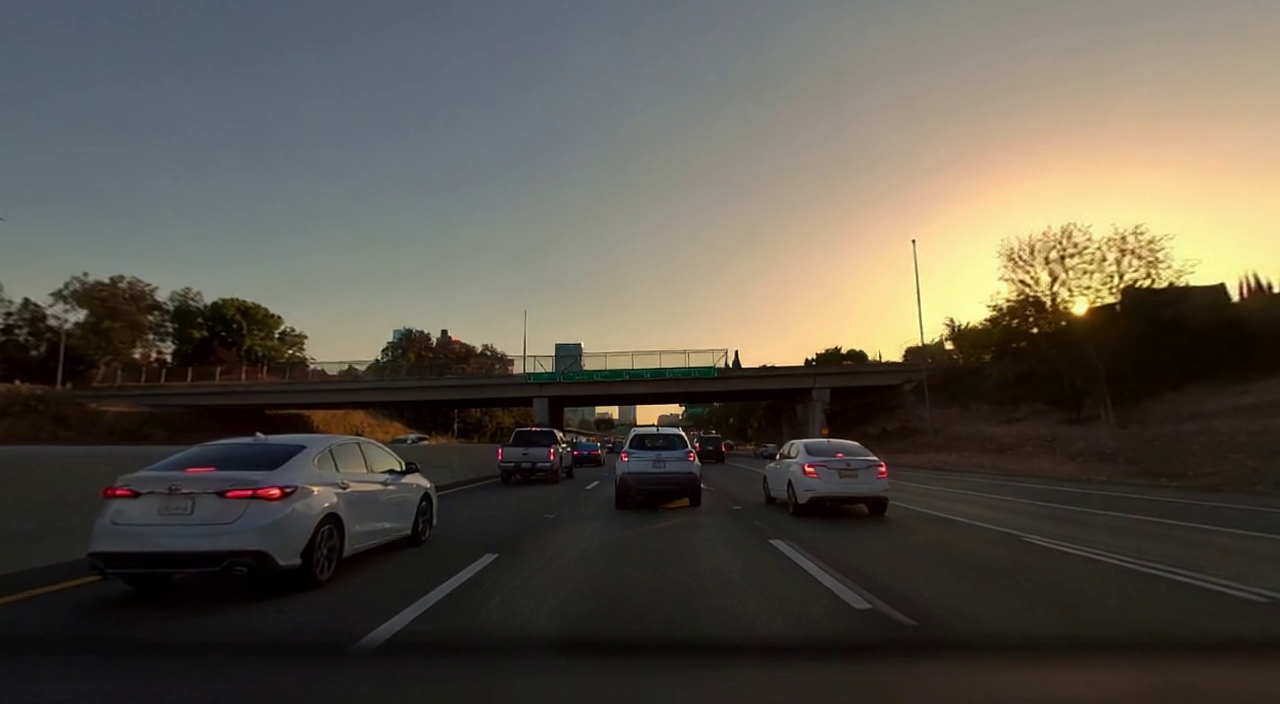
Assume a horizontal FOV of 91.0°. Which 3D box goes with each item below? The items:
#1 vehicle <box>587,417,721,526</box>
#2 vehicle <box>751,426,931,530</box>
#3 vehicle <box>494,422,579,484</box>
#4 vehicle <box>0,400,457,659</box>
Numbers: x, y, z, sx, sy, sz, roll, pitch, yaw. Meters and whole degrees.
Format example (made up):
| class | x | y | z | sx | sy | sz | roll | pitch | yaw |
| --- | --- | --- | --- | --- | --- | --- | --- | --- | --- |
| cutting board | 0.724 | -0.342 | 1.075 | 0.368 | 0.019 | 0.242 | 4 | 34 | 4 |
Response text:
| class | x | y | z | sx | sy | sz | roll | pitch | yaw |
| --- | --- | --- | --- | --- | --- | --- | --- | --- | --- |
| vehicle | 0.238 | 2.274 | 12.439 | 2.181 | 1.756 | 4.167 | 0 | -9 | 0 |
| vehicle | 3.642 | 2.378 | 12.475 | 2.022 | 1.633 | 4.651 | 0 | -9 | 0 |
| vehicle | -3.891 | 3.961 | 24.915 | 2.212 | 2.101 | 6.052 | 0 | -9 | 1 |
| vehicle | -3.600 | 1.454 | 6.343 | 2.014 | 1.579 | 4.761 | 0 | -9 | 1 |
